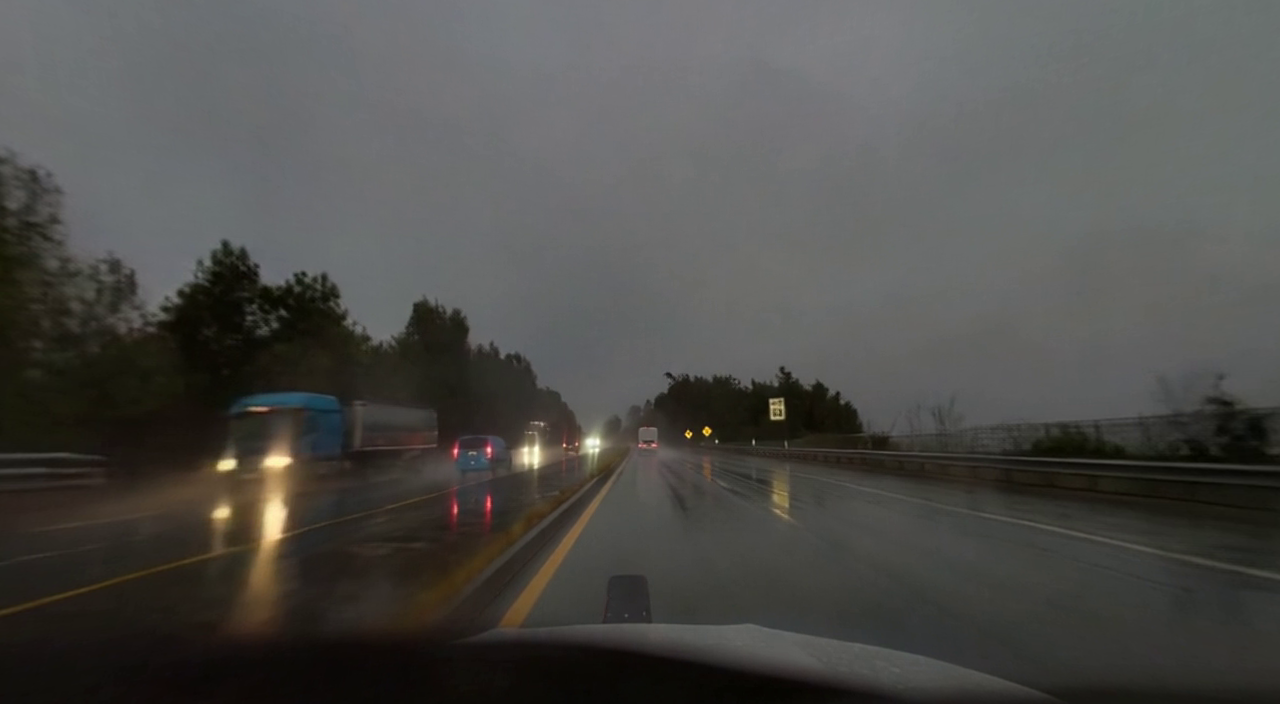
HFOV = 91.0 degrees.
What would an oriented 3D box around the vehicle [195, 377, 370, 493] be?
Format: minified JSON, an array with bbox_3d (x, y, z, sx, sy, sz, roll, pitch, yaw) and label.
[{"bbox_3d":[-14.121,3.406,25.694,3.090,4.025,6.471,1,-8,1],"label":"vehicle"}]

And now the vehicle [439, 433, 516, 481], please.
[{"bbox_3d":[-6.944,4.530,27.432,2.068,1.897,4.372,0,-8,1],"label":"vehicle"}]
